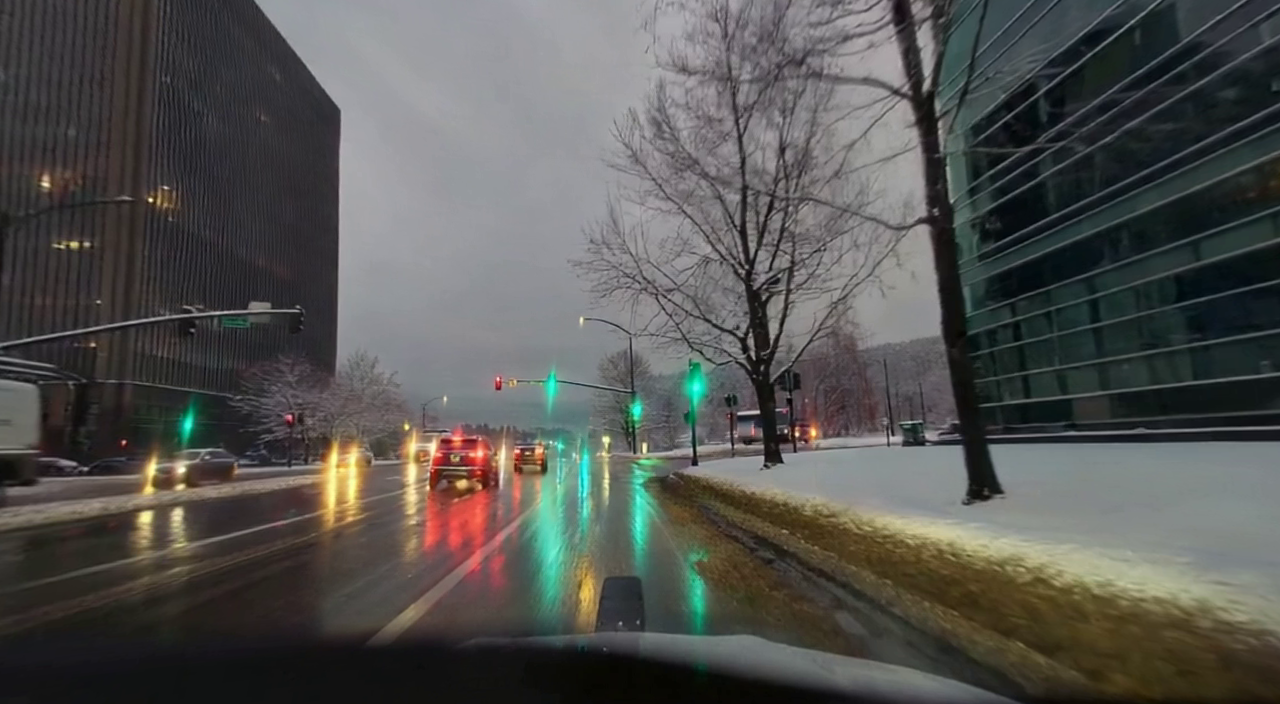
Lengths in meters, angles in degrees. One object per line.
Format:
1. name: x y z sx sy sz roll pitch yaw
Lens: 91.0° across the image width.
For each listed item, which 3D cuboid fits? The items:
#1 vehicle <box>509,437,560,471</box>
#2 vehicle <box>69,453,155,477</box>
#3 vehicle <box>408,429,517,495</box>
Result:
1. vehicle: -6.200 6.083 37.627 2.384 1.849 5.009 1 -9 -2
2. vehicle: -41.545 8.864 49.612 4.760 1.526 2.108 -1 -7 -5
3. vehicle: -5.249 3.321 19.335 2.169 1.741 4.588 1 -9 -3
